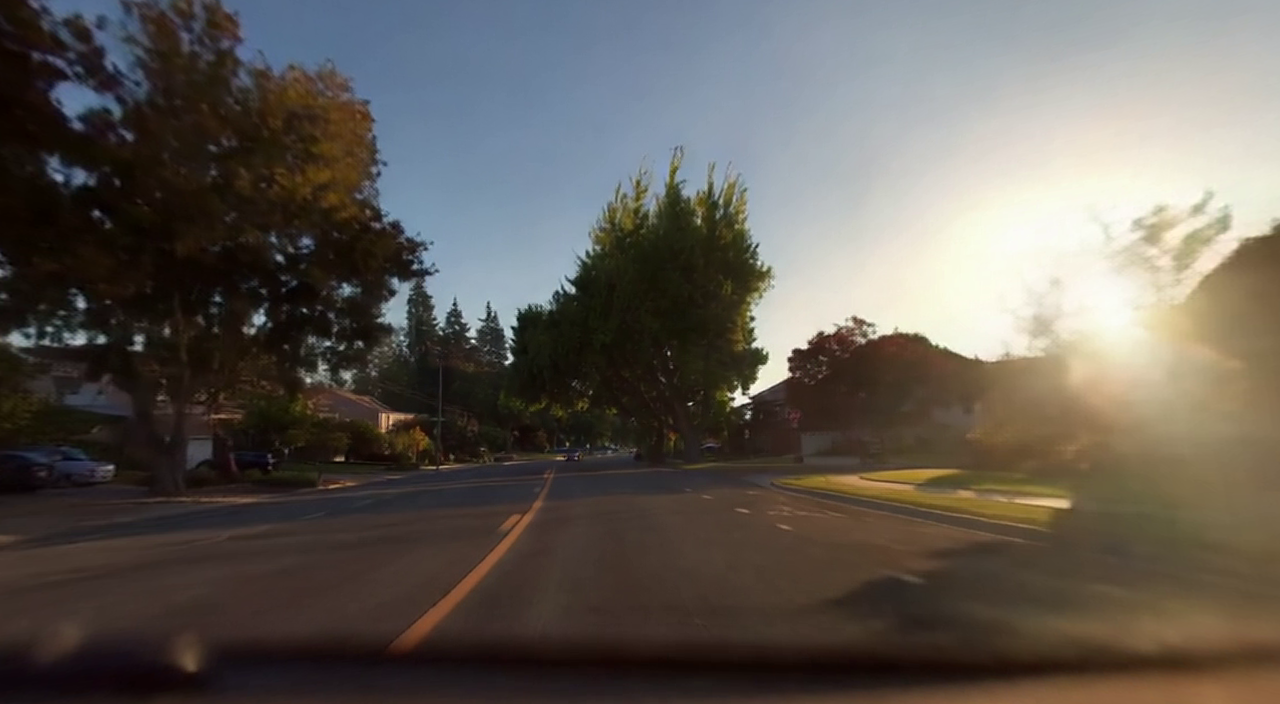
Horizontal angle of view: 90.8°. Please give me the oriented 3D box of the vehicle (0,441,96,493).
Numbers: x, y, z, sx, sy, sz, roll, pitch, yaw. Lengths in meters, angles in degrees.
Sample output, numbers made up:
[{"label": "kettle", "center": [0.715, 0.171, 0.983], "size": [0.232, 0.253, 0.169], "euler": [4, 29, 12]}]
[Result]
[{"label": "vehicle", "center": [-24.297, 4.355, 24.027], "size": [4.975, 1.847, 2.096], "euler": [0, -8, -10]}]

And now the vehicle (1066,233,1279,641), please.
[{"label": "vehicle", "center": [7.107, 0.313, 2.588], "size": [4.991, 2.862, 7.939], "euler": [0, -9, -2]}]

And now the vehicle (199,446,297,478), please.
[{"label": "vehicle", "center": [-22.283, 6.261, 36.044], "size": [4.050, 1.755, 2.243], "euler": [1, -8, -3]}]
